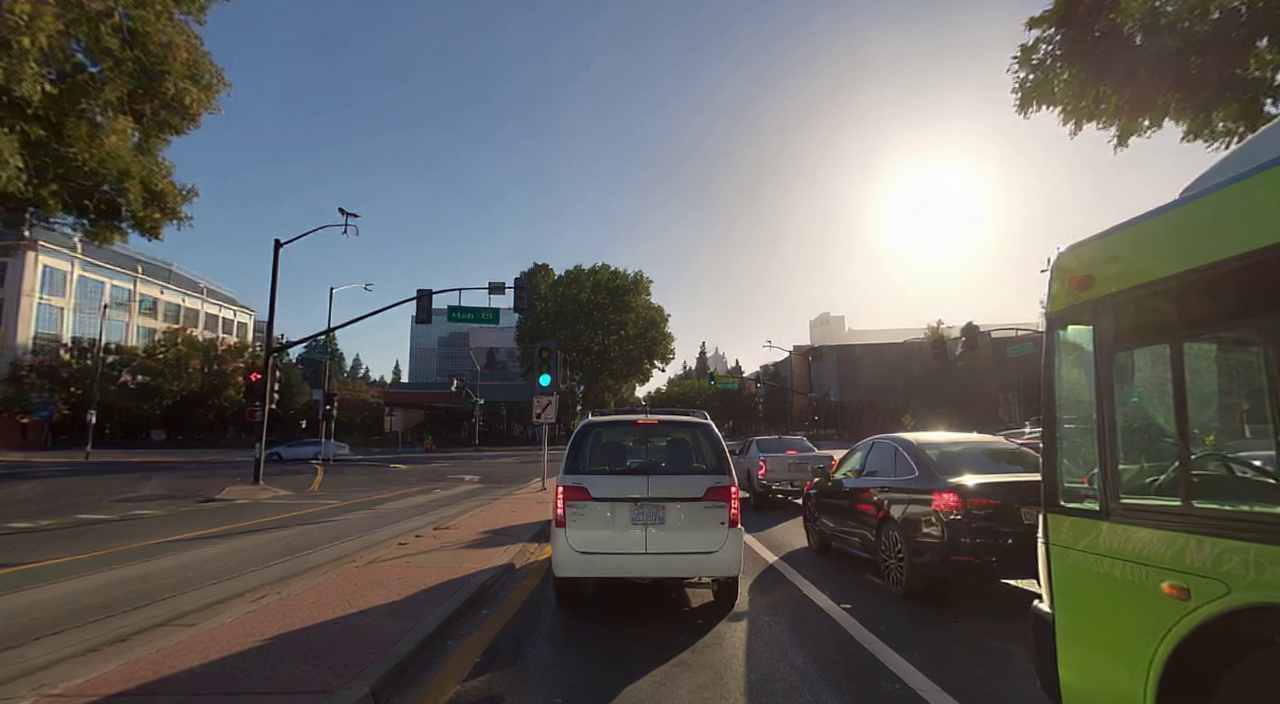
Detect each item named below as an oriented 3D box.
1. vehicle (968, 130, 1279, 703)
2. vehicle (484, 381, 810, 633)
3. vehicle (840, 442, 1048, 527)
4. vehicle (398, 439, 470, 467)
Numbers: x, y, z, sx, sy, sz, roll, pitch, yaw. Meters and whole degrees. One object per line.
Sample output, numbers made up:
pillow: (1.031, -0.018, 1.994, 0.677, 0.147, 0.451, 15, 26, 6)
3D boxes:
vehicle: (2.619, 0.318, 0.412, 2.037, 2.065, 5.037, 0, -8, 0)
vehicle: (0.024, 1.476, 6.996, 2.381, 1.842, 4.603, 0, -8, -1)
vehicle: (5.998, 2.638, 13.207, 1.987, 1.457, 4.675, 0, -8, -1)
vehicle: (-13.810, 6.763, 42.235, 1.924, 1.720, 4.097, -8, -12, 44)
